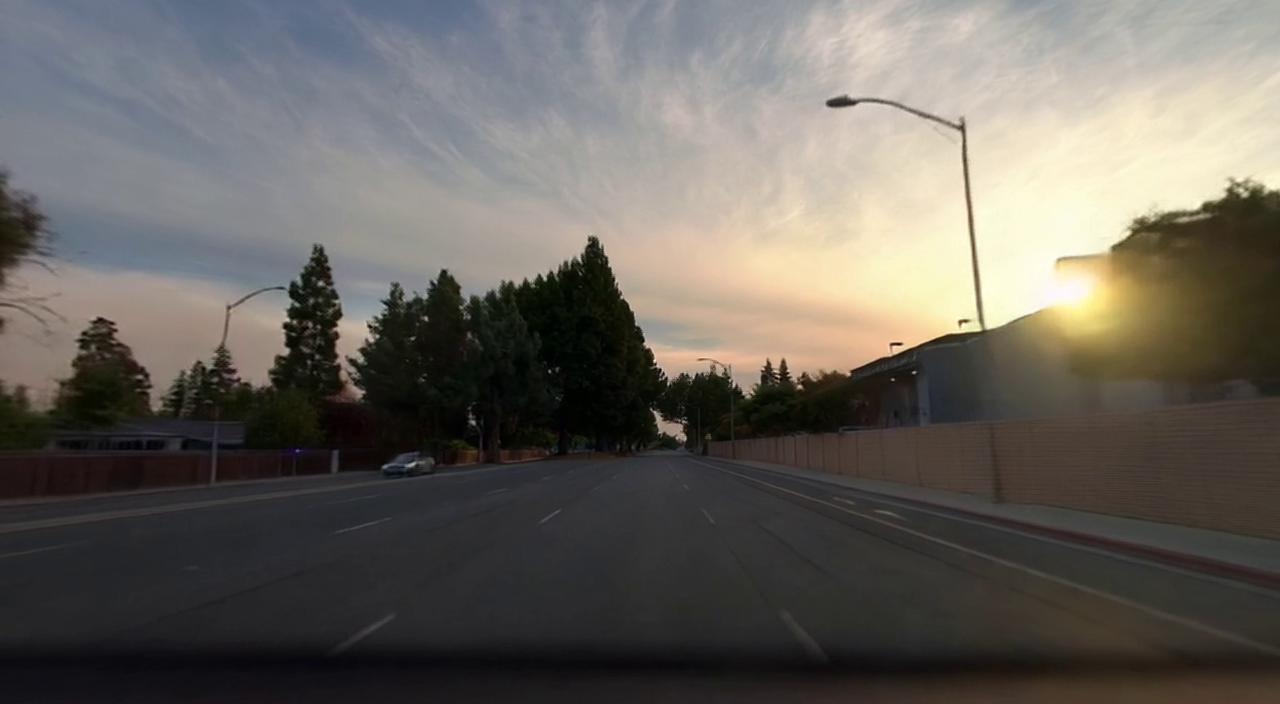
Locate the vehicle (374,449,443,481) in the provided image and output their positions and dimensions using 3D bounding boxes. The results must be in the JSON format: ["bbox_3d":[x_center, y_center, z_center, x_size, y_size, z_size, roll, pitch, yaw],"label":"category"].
[{"bbox_3d":[-13.042,6.377,35.821,2.094,1.638,4.477,-1,-9,2],"label":"vehicle"}]
